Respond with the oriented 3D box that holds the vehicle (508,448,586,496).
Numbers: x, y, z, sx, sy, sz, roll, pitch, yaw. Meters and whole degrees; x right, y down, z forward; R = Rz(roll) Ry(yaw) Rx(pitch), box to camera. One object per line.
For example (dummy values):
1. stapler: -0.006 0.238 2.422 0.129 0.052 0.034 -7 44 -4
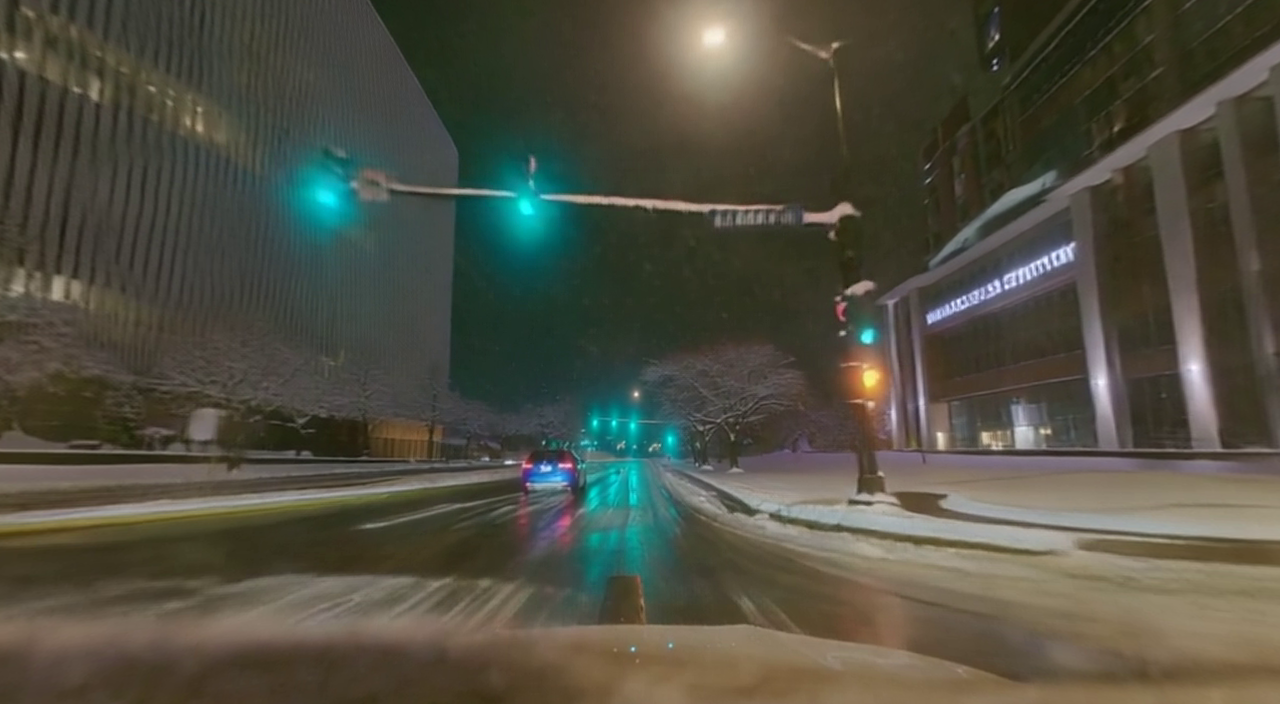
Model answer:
1. vehicle: -3.121 4.117 22.076 1.971 1.486 4.380 0 -9 1
